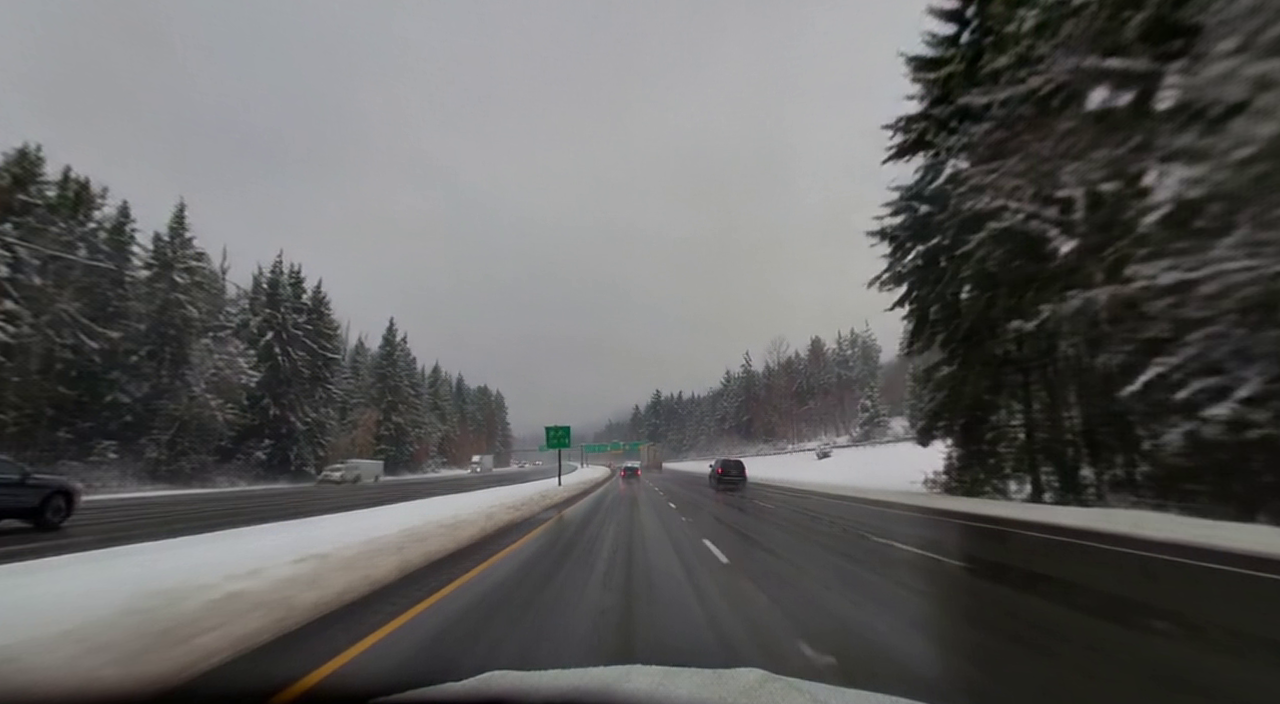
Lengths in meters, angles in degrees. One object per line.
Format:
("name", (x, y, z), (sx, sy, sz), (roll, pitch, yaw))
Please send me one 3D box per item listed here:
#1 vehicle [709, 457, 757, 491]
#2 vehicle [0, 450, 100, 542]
("vehicle", (5.189, 6.913, 35.821), (1.998, 1.776, 4.663), (1, -10, -1))
("vehicle", (-12.309, 2.445, 10.646), (1.952, 1.618, 4.859), (1, -10, 1))
